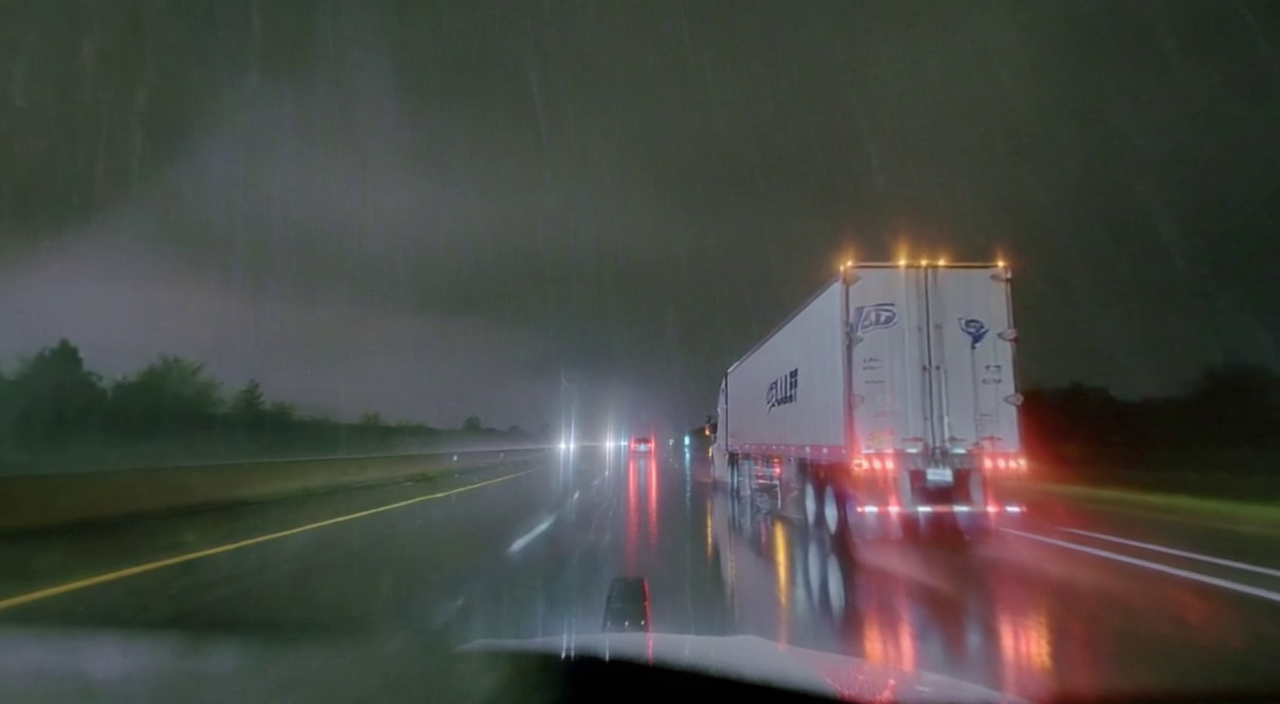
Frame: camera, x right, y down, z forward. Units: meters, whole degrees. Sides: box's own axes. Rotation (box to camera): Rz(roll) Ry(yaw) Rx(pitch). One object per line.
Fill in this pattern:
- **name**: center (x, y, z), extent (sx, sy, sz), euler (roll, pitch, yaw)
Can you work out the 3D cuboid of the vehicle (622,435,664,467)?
- **vehicle**: center (0.163, 5.345, 34.207), extent (2.111, 1.635, 4.177), euler (0, -8, 0)
